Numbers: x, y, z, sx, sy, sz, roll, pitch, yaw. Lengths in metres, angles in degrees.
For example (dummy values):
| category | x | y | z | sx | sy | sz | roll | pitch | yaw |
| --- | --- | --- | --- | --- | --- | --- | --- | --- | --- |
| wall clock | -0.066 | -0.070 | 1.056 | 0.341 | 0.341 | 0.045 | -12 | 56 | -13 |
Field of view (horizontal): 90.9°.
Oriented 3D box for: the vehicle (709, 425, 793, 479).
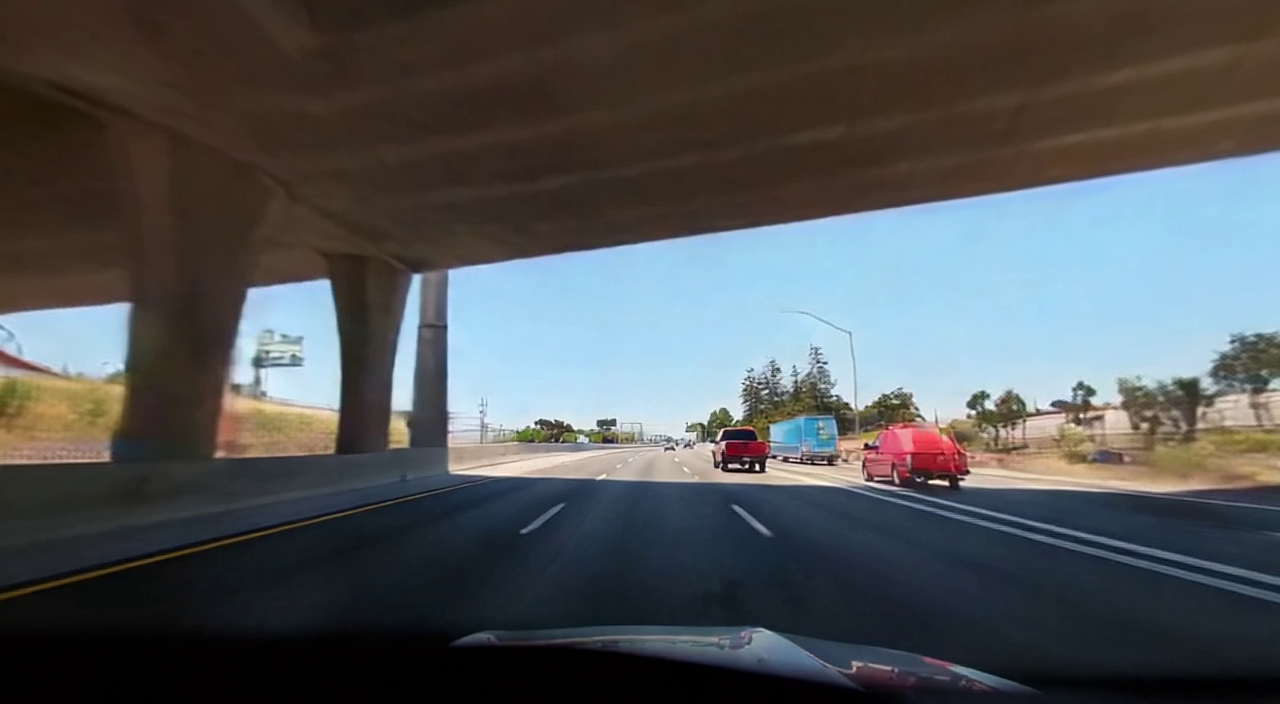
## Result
| category | x | y | z | sx | sy | sz | roll | pitch | yaw |
| --- | --- | --- | --- | --- | --- | --- | --- | --- | --- |
| vehicle | 4.528 | 4.206 | 26.791 | 2.505 | 2.020 | 5.532 | 0 | -8 | 0 |

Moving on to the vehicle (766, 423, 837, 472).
| category | x | y | z | sx | sy | sz | roll | pitch | yaw |
| --- | --- | --- | --- | --- | --- | --- | --- | --- | --- |
| vehicle | 8.202 | 4.931 | 32.715 | 2.229 | 2.317 | 5.399 | 0 | -8 | 0 |
